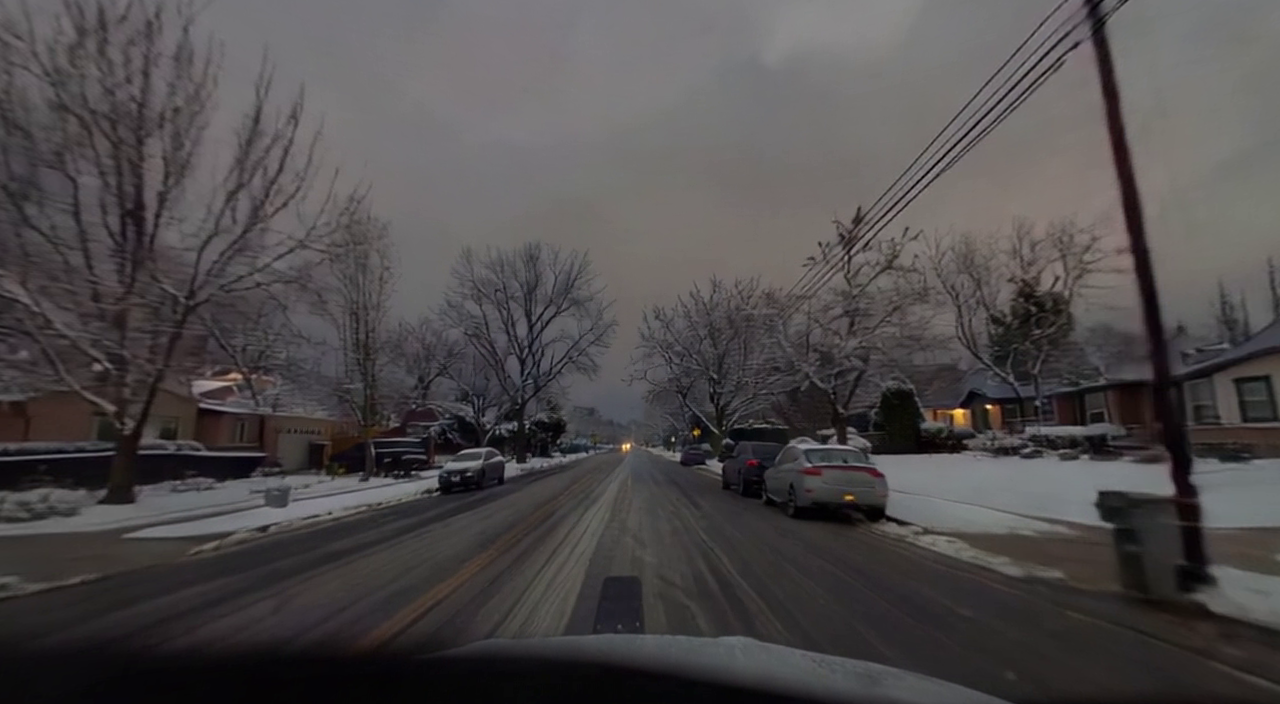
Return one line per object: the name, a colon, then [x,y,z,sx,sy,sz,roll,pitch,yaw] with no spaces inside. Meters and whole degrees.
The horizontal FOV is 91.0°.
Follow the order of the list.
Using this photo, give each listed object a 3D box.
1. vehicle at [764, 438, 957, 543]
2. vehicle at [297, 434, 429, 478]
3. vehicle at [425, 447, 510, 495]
vehicle: [3.789,2.428,11.814,1.917,1.569,4.460,0,-8,-1]
vehicle: [-14.238,5.363,32.613,5.681,2.094,2.344,0,-8,0]
vehicle: [-6.439,4.453,24.063,1.985,1.497,4.655,-2,-8,-1]
